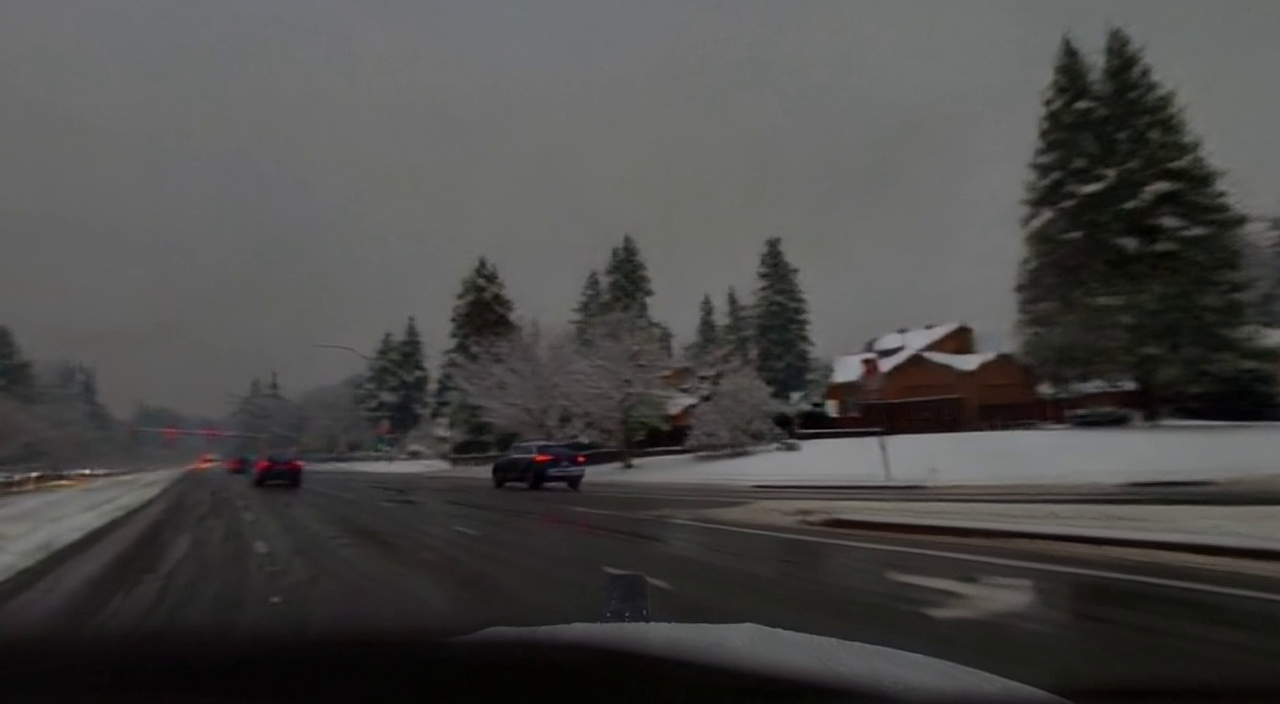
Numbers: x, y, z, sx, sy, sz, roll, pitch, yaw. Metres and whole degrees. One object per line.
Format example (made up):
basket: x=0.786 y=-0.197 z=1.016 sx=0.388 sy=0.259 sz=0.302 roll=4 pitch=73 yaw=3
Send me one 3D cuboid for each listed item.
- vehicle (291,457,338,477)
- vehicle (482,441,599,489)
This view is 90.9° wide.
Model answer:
vehicle: x=-25.782 y=9.057 z=49.850 sx=1.933 sy=1.460 sz=4.882 roll=7 pitch=-11 yaw=-43
vehicle: x=-4.223 y=4.641 z=26.284 sx=4.995 sy=1.798 sz=2.102 roll=-8 pitch=-11 yaw=40
